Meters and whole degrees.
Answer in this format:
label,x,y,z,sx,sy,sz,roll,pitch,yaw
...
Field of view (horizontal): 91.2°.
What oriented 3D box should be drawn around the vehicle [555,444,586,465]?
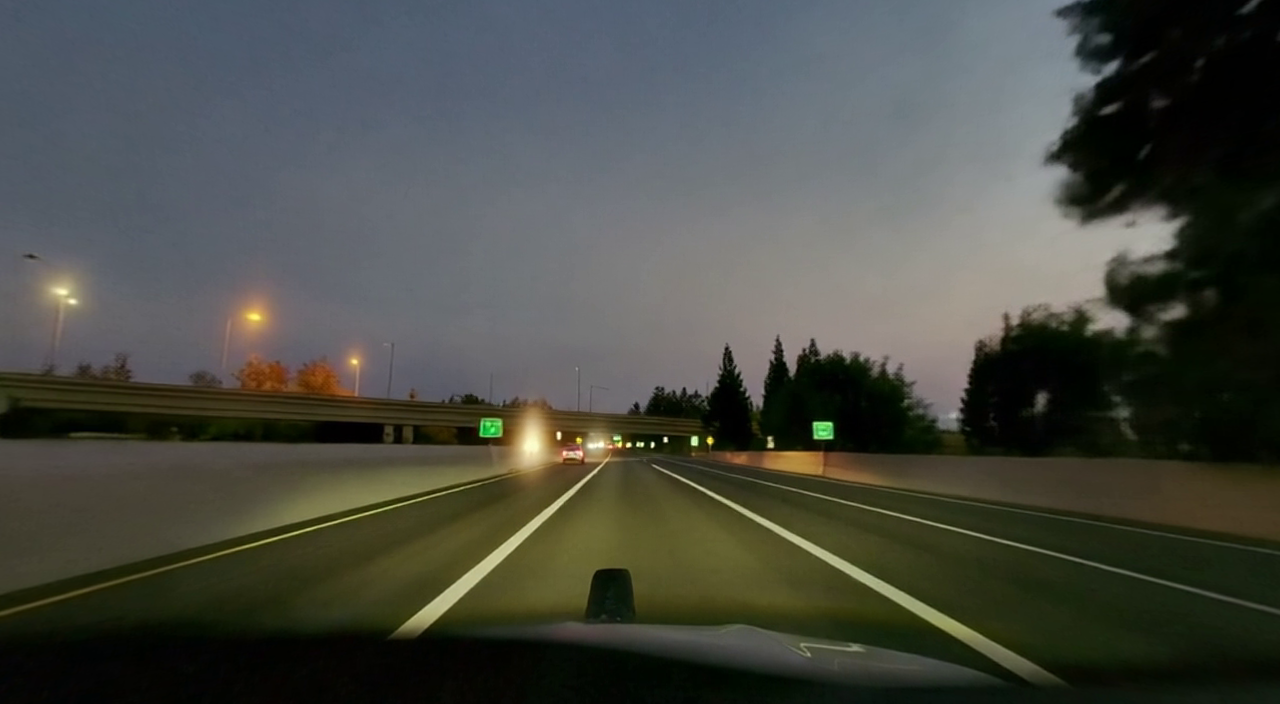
label,x,y,z,sx,sy,sz,roll,pitch,yaw
vehicle,-5.328,7.931,48.426,2.008,1.521,4.129,0,-9,-1
